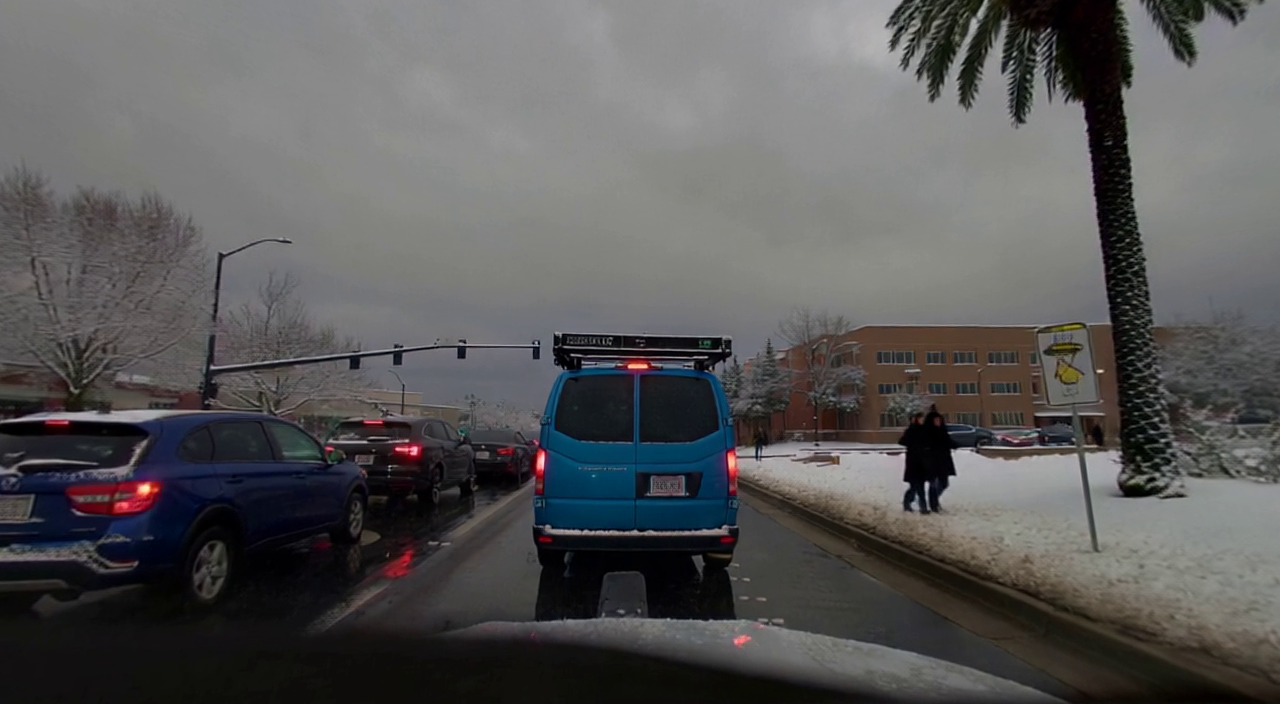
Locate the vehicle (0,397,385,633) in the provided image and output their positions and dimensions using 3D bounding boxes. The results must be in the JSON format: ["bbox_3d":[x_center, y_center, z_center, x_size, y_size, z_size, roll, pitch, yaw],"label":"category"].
[{"bbox_3d":[-4.402,1.470,6.668,1.986,1.643,4.315,1,-9,-6],"label":"vehicle"}]

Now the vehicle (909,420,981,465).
[{"bbox_3d":[12.644,3.760,26.050,2.046,1.675,3.924,-6,-10,33],"label":"vehicle"}]

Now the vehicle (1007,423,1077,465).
[{"bbox_3d":[15.780,3.619,24.720,2.048,1.475,3.972,-6,-10,34],"label":"vehicle"}]

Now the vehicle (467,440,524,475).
[{"bbox_3d":[-6.847,4.887,29.565,1.818,1.479,4.428,4,-9,-22],"label":"vehicle"}]

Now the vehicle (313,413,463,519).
[{"bbox_3d":[-5.215,2.414,13.887,2.089,1.854,5.022,2,-9,-11],"label":"vehicle"}]

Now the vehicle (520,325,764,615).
[{"bbox_3d":[-0.205,1.221,7.159,1.902,2.238,4.263,1,-9,-6],"label":"vehicle"}]
